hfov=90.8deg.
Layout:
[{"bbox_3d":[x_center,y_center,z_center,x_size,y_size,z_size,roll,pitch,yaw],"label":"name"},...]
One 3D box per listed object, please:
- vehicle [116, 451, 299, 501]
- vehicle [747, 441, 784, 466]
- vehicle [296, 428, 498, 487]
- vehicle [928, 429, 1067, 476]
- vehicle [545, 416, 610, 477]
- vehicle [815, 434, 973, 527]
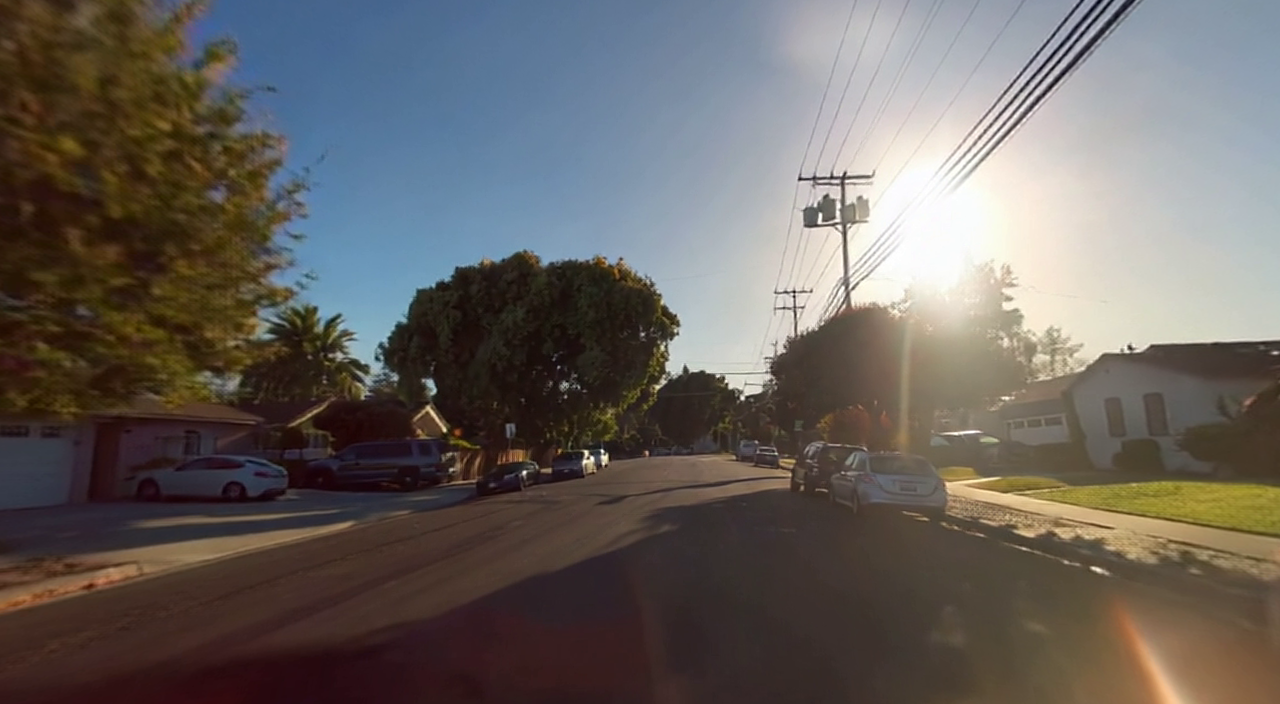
[{"bbox_3d":[-13.325,3.816,19.645,4.481,1.420,1.712,0,-8,4],"label":"vehicle"},{"bbox_3d":[7.665,6.222,38.865,1.743,1.440,3.732,-1,-8,4],"label":"vehicle"},{"bbox_3d":[-8.809,3.842,23.302,6.488,2.009,2.354,-1,-8,6],"label":"vehicle"},{"bbox_3d":[13.269,3.742,23.683,4.075,1.674,1.811,-1,-9,8],"label":"vehicle"},{"bbox_3d":[-3.125,4.962,33.283,2.199,2.902,5.848,-1,-8,6],"label":"vehicle"},{"bbox_3d":[4.592,2.332,12.063,1.845,1.453,3.792,-1,-8,7],"label":"vehicle"}]
